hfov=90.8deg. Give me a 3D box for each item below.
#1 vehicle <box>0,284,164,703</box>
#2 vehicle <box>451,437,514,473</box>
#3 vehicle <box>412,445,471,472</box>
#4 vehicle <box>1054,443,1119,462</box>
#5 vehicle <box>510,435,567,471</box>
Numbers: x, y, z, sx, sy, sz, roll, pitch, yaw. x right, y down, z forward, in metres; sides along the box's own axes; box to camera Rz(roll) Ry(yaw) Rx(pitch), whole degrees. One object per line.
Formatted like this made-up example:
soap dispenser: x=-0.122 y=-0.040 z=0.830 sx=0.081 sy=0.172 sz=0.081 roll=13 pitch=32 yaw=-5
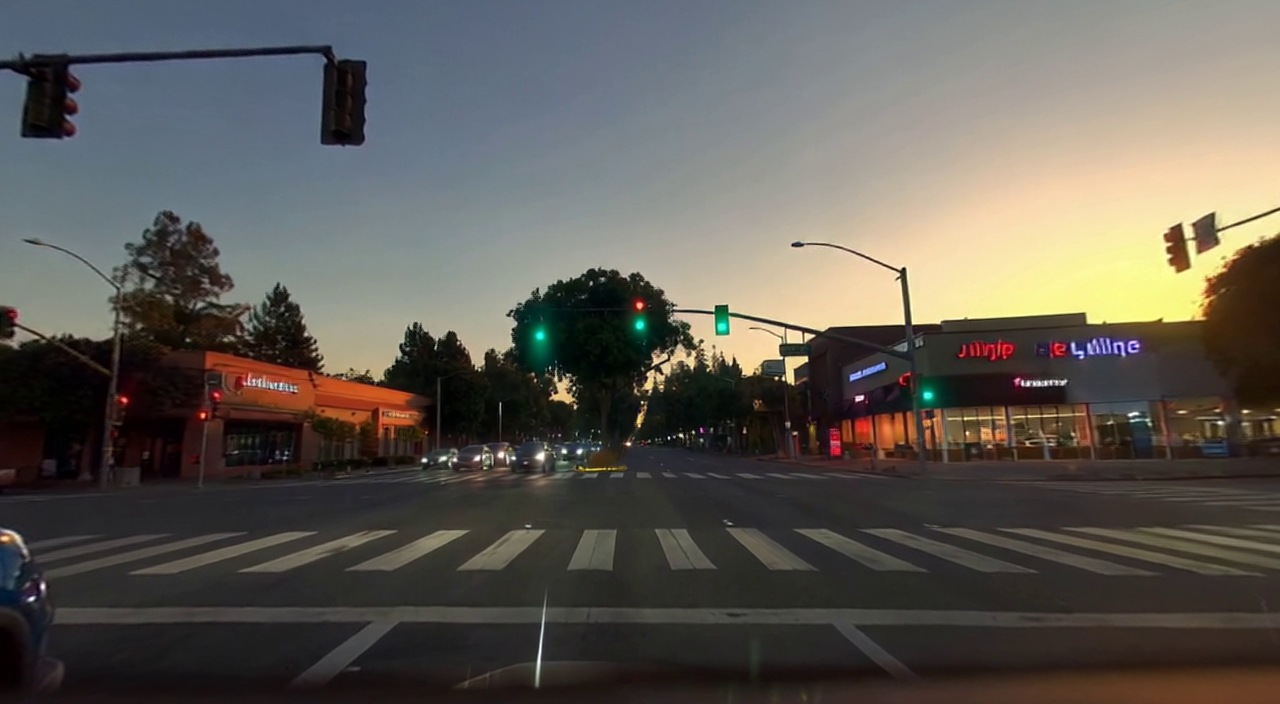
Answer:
vehicle: x=-3.323 y=0.441 z=0.309 sx=2.313 sy=1.883 sz=5.016 roll=0 pitch=-9 yaw=-1
vehicle: x=-8.416 y=5.536 z=34.327 sx=2.273 sy=1.791 sz=4.809 roll=0 pitch=-8 yaw=-1
vehicle: x=-11.323 y=6.075 z=36.330 sx=2.003 sy=1.476 sz=4.082 roll=0 pitch=-8 yaw=1
vehicle: x=34.363 y=7.749 z=48.706 sx=3.740 sy=1.433 sz=1.646 roll=0 pitch=-8 yaw=-2
vehicle: x=-5.439 y=5.497 z=34.637 sx=2.384 sy=1.787 sz=5.038 roll=0 pitch=-8 yaw=-2
